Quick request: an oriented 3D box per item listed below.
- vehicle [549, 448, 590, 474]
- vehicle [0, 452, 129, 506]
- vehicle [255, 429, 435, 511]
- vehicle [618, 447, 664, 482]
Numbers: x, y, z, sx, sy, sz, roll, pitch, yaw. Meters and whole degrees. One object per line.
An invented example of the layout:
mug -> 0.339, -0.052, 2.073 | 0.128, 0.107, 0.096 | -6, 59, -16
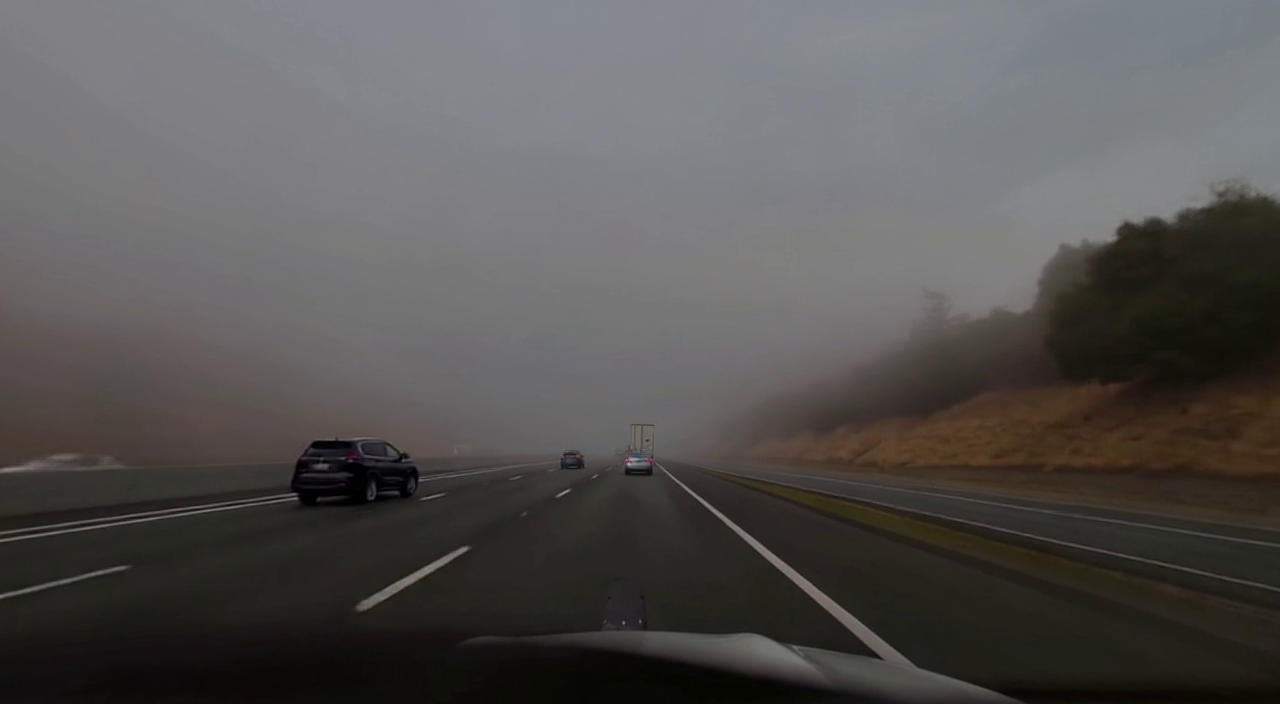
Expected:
vehicle -> -4.309, 6.754, 39.184 | 2.018, 1.504, 4.431 | 0, -9, 0
vehicle -> -18.539, 3.841, 19.516 | 2.003, 1.482, 4.003 | 0, -9, 0
vehicle -> -7.698, 3.150, 17.292 | 2.316, 1.875, 5.337 | 0, -9, 0
vehicle -> 0.031, 5.109, 28.810 | 1.991, 1.507, 3.391 | 0, -9, -1
